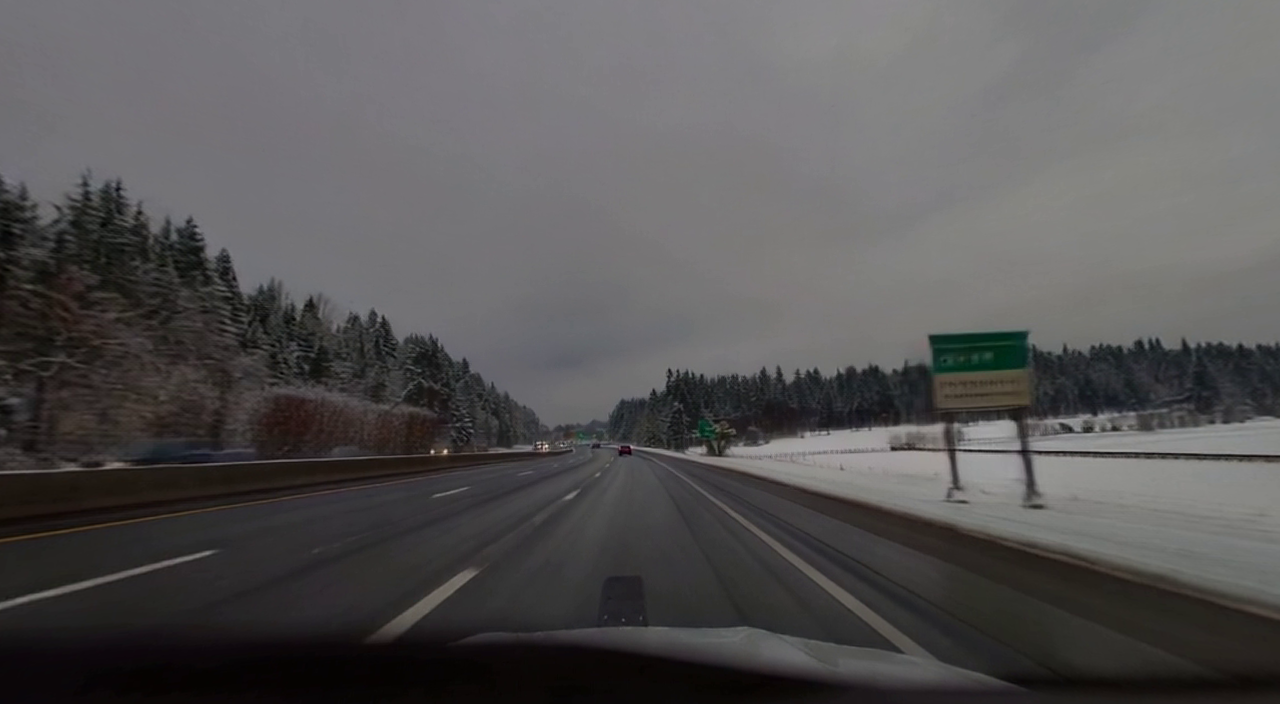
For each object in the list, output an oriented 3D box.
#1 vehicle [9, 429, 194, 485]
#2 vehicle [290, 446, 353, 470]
[{"bbox_3d":[-17.320,3.403,20.689,1.984,1.622,4.617,0,-8,-1],"label":"vehicle"},{"bbox_3d":[-20.826,6.925,41.418,1.778,1.477,4.642,0,-8,-1],"label":"vehicle"}]
